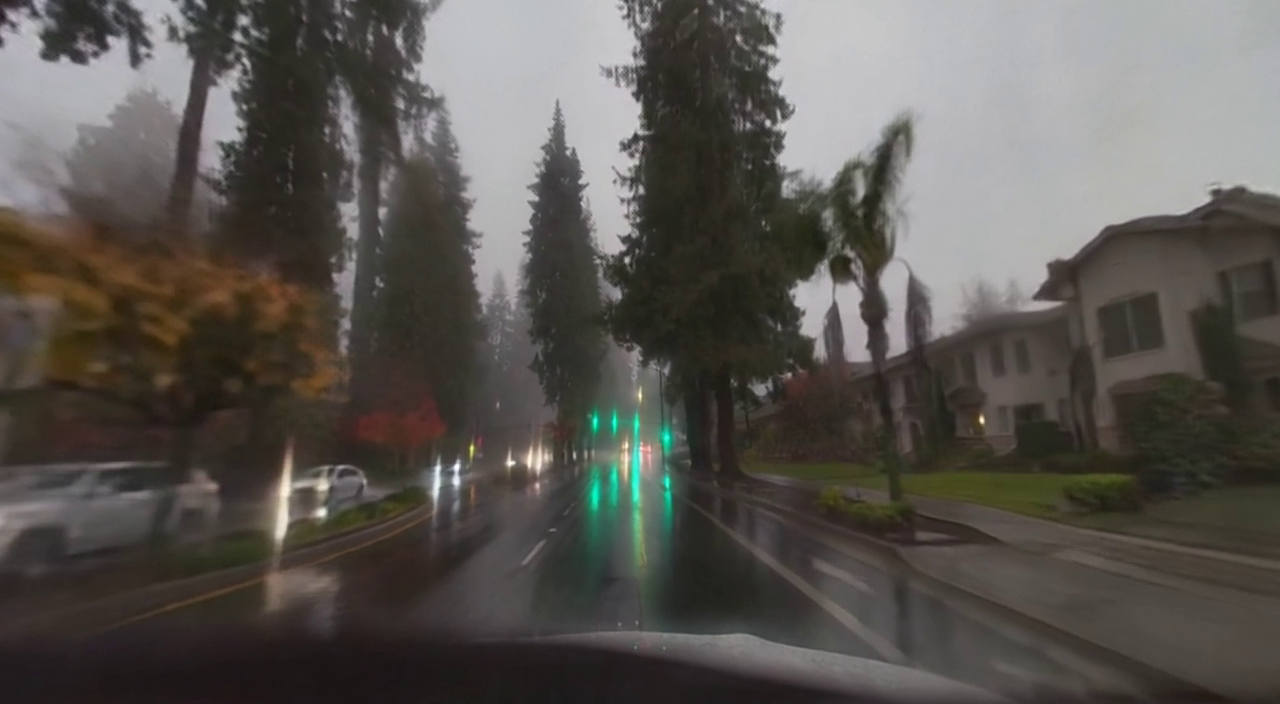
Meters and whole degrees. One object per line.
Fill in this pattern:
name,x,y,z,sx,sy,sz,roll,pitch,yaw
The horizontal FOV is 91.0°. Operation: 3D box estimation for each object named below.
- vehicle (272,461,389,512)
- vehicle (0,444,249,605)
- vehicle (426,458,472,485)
vehicle,-10.951,4.756,22.663,1.925,1.503,4.411,0,-8,1
vehicle,-8.395,2.307,9.450,2.057,1.805,4.933,0,-8,-3
vehicle,-13.550,8.464,44.854,1.979,1.757,4.514,0,-8,-2
